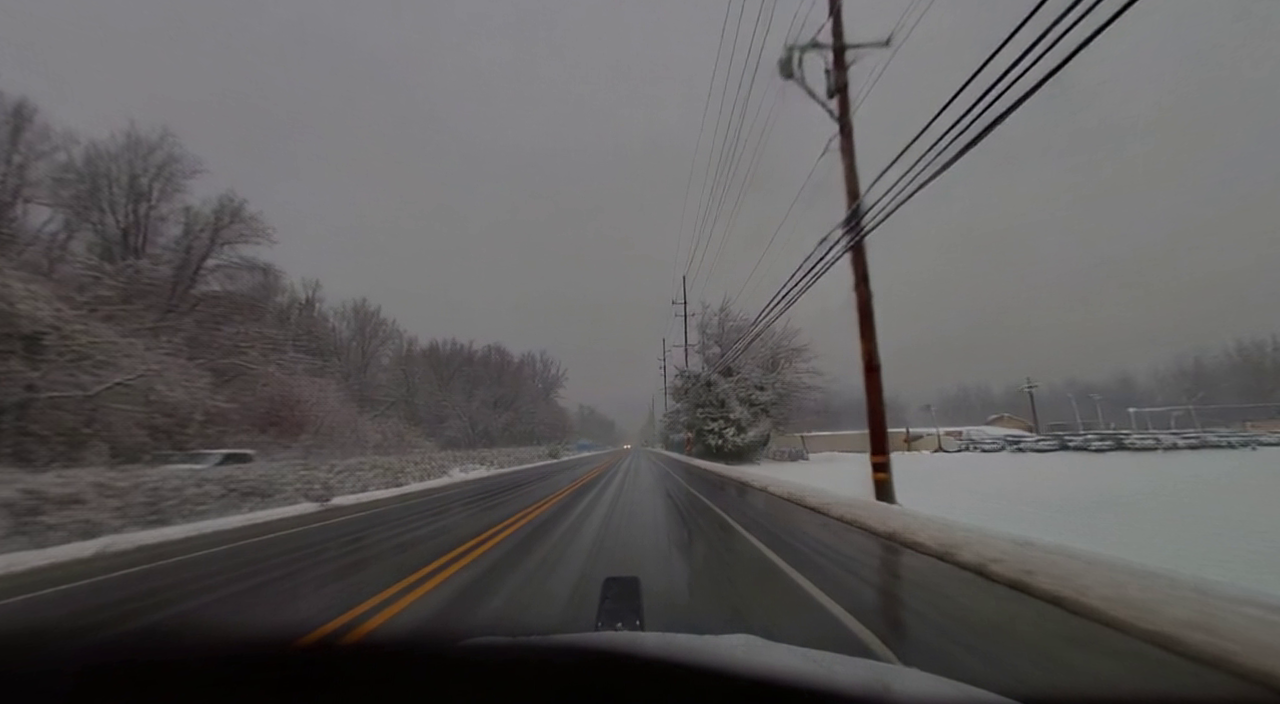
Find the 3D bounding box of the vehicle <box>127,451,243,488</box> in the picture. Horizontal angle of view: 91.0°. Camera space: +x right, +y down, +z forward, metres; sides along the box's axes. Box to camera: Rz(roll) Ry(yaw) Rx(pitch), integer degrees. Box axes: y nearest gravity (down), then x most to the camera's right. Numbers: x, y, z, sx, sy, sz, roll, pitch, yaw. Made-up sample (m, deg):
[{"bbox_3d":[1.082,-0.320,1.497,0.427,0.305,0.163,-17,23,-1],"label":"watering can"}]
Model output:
[{"bbox_3d":[-21.178,5.456,29.600,1.885,1.555,4.653,0,-9,1],"label":"vehicle"}]
